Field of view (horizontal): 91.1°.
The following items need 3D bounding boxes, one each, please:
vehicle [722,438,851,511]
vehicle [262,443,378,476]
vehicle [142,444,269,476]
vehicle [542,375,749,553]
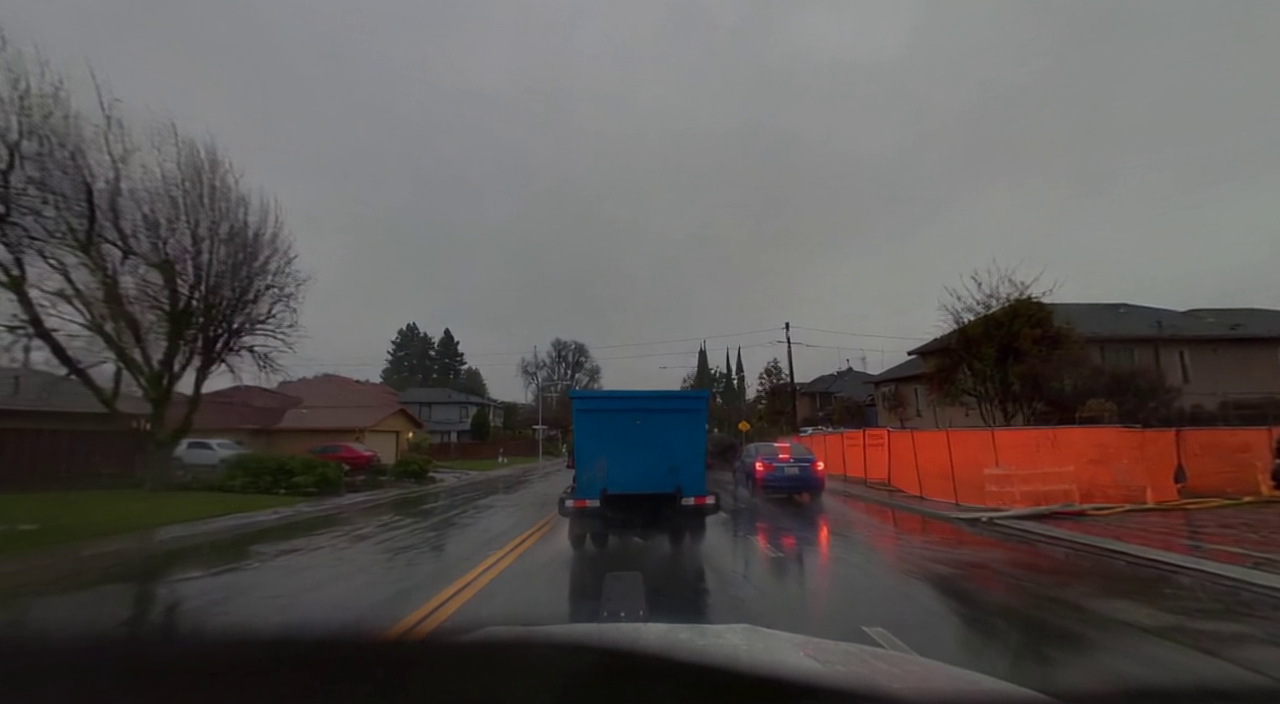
[{"bbox_3d":[3.325,2.881,15.295,2.010,1.499,4.481,0,-8,-1],"label":"vehicle"},{"bbox_3d":[-15.157,5.095,29.912,4.490,1.500,1.875,0,-8,-2],"label":"vehicle"},{"bbox_3d":[-20.407,5.066,29.587,4.706,1.468,1.817,0,-8,3],"label":"vehicle"},{"bbox_3d":[0.074,1.959,11.639,2.751,2.361,6.347,0,-8,0],"label":"vehicle"}]
